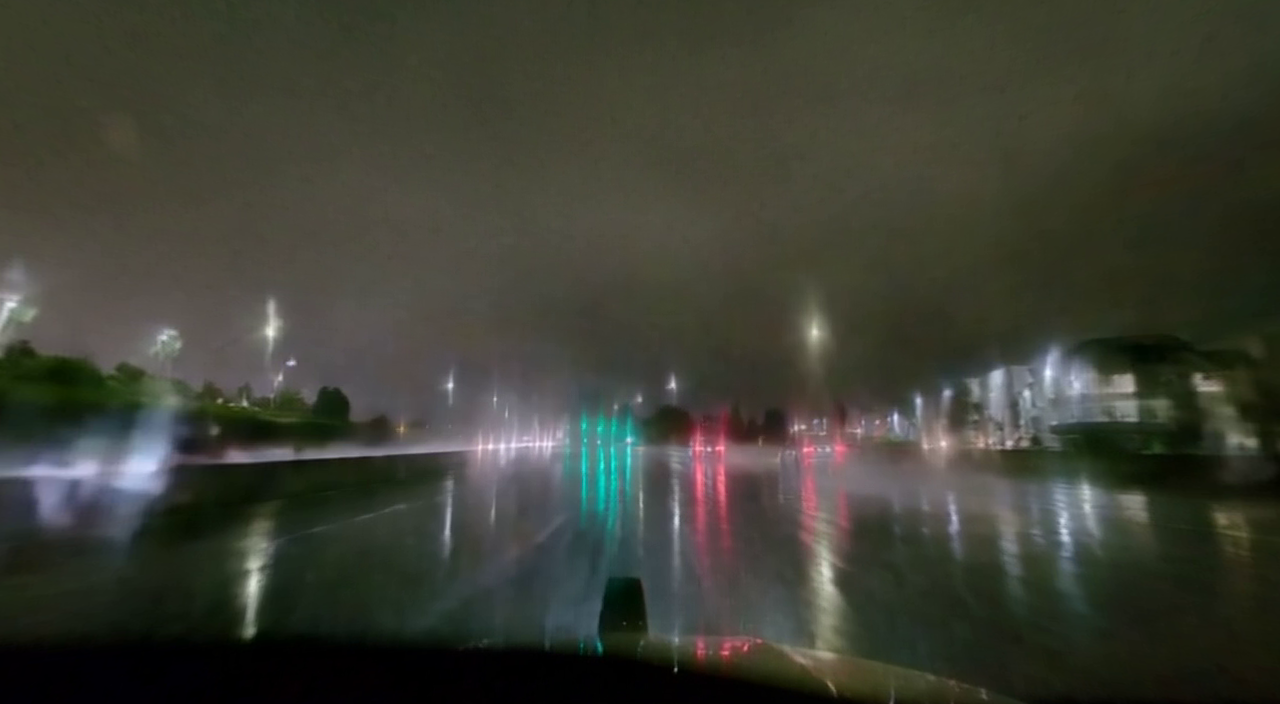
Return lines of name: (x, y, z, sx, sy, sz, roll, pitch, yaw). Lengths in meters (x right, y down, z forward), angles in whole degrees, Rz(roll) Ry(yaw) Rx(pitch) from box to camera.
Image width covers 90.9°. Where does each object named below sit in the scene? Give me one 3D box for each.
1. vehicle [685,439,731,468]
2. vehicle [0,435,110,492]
vehicle: (3.626, 5.529, 34.446, 1.926, 1.477, 4.025, 0, -8, -2)
vehicle: (-19.504, 3.453, 19.708, 1.939, 1.625, 4.523, 0, -8, -1)
